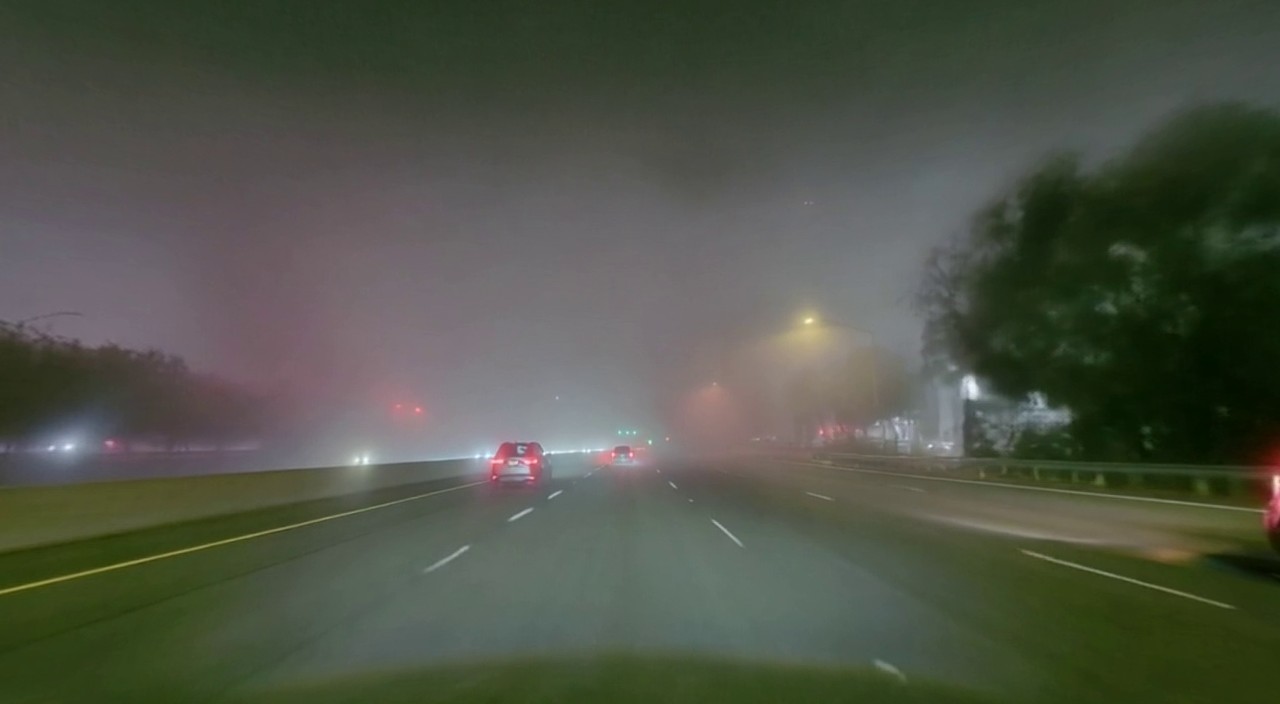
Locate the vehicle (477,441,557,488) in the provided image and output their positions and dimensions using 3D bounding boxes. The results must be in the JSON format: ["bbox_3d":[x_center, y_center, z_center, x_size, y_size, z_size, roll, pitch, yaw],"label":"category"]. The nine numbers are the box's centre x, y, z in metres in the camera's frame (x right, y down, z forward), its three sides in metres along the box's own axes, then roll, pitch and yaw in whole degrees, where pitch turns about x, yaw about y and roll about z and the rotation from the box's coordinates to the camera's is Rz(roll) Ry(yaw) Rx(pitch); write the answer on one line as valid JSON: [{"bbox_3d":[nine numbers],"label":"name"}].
[{"bbox_3d":[-4.157,3.875,22.120,1.886,1.465,4.625,0,-9,0],"label":"vehicle"}]

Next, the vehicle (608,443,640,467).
[{"bbox_3d":[-1.041,6.854,42.024,1.997,1.485,4.094,0,-8,-1],"label":"vehicle"}]
